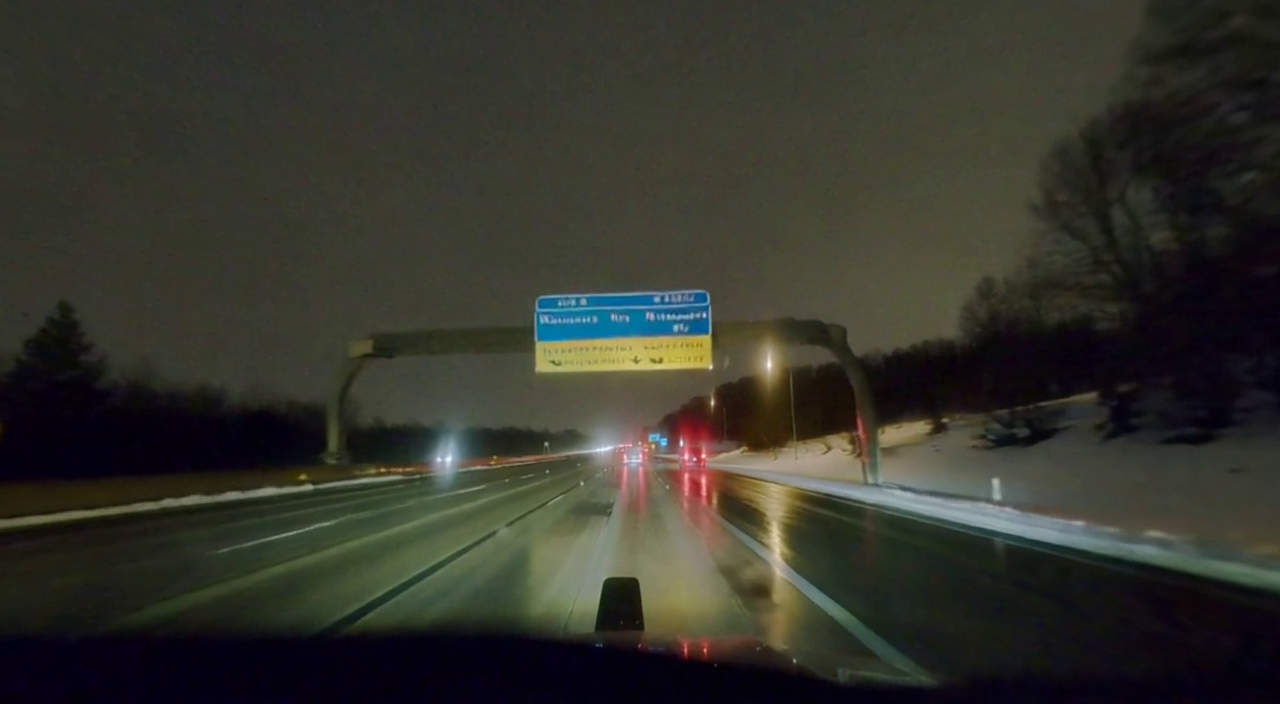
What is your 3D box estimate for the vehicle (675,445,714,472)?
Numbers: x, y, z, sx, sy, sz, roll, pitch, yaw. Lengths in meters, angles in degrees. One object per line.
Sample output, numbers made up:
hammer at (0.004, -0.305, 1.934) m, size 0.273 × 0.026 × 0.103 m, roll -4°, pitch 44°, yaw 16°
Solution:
vehicle at (3.557, 7.108, 42.333) m, size 2.133 × 1.746 × 4.511 m, roll 0°, pitch -9°, yaw -1°
